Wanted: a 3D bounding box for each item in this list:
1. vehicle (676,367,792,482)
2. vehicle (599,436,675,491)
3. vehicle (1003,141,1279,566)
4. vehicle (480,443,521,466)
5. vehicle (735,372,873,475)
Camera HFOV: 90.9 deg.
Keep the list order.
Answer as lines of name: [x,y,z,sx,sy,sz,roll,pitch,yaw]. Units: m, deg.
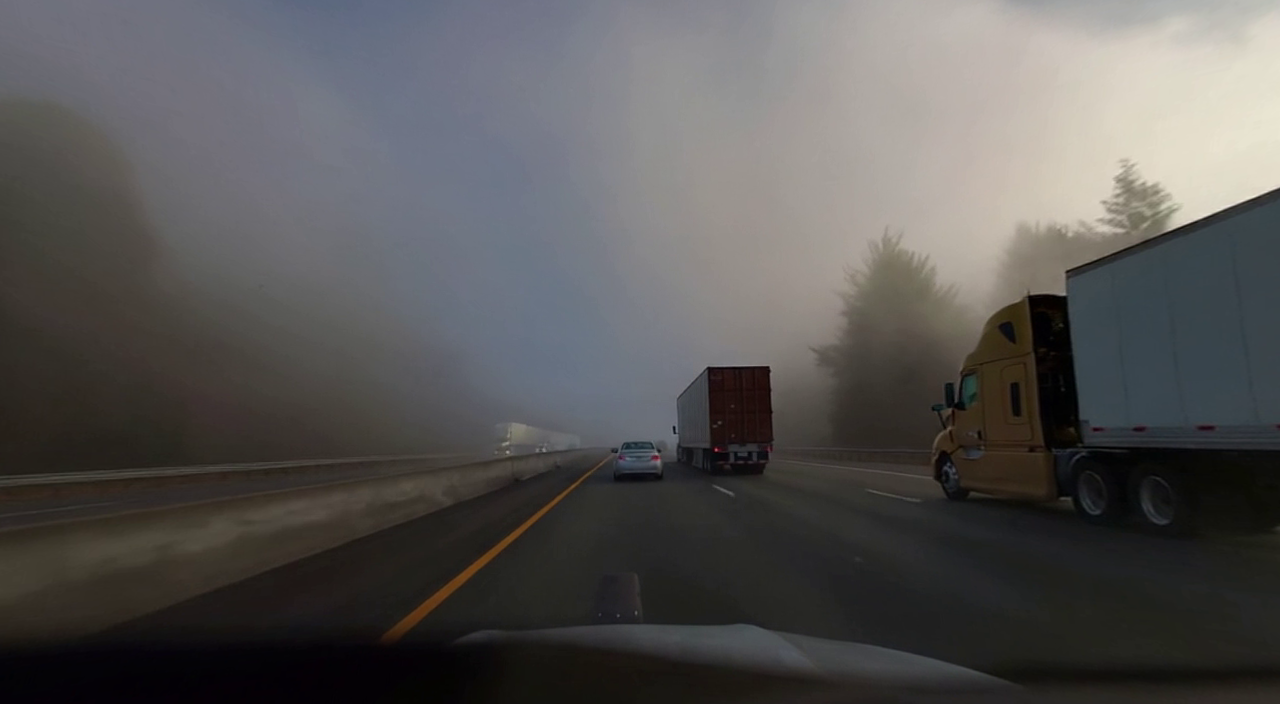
vehicle: [3.775,3.508,29.640,2.888,4.099,14.183,0,-8,-2]
vehicle: [-0.128,3.276,18.984,2.038,1.477,3.773,0,-8,-2]
vehicle: [8.155,-0.327,3.909,3.110,4.308,14.260,0,-8,-1]
vehicle: [-9.746,7.156,44.284,1.890,1.468,4.193,0,-8,1]
vehicle: [7.643,3.790,32.380,2.876,4.111,14.145,0,-8,-2]
